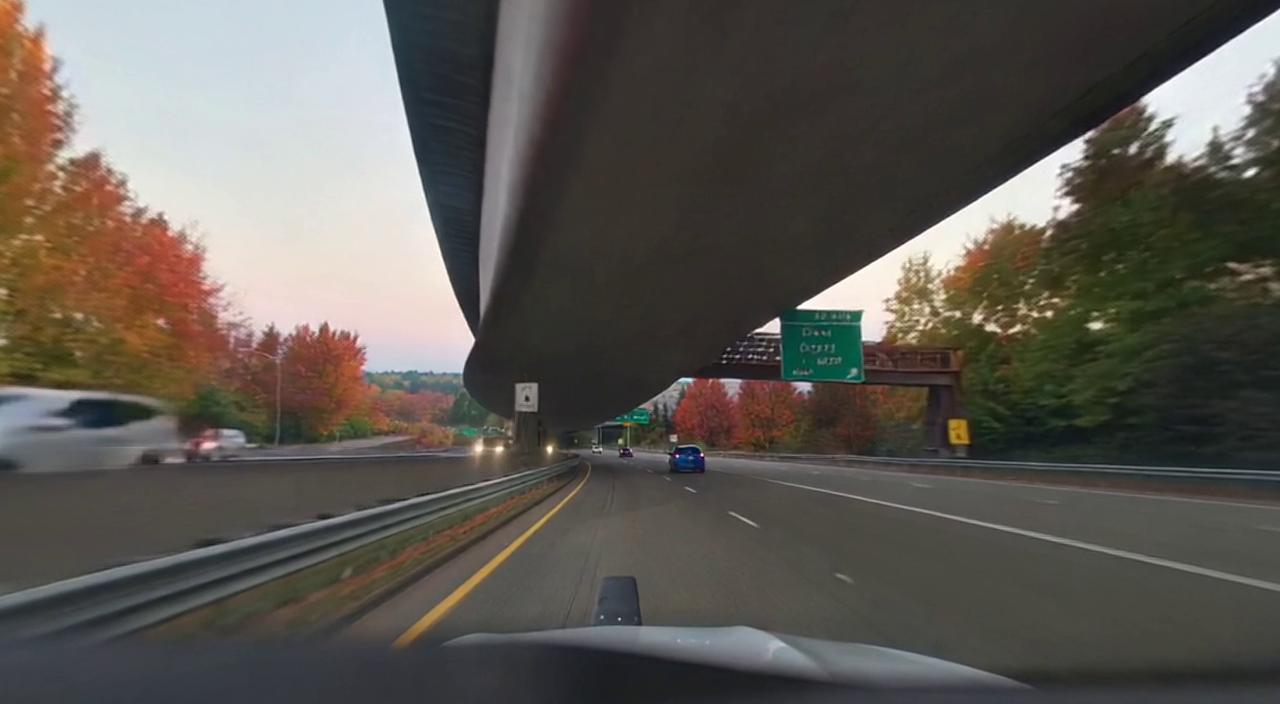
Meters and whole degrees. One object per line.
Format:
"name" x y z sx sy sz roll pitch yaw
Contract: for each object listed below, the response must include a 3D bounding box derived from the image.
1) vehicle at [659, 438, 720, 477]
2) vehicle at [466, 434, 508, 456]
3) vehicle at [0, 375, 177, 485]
"vehicle" 2.191 4.879 29.024 2.337 1.633 4.222 0 -9 -2
"vehicle" -10.844 6.662 44.659 2.075 1.502 4.483 0 -9 -3
"vehicle" -9.599 1.267 9.801 1.812 1.479 3.751 0 -9 0
